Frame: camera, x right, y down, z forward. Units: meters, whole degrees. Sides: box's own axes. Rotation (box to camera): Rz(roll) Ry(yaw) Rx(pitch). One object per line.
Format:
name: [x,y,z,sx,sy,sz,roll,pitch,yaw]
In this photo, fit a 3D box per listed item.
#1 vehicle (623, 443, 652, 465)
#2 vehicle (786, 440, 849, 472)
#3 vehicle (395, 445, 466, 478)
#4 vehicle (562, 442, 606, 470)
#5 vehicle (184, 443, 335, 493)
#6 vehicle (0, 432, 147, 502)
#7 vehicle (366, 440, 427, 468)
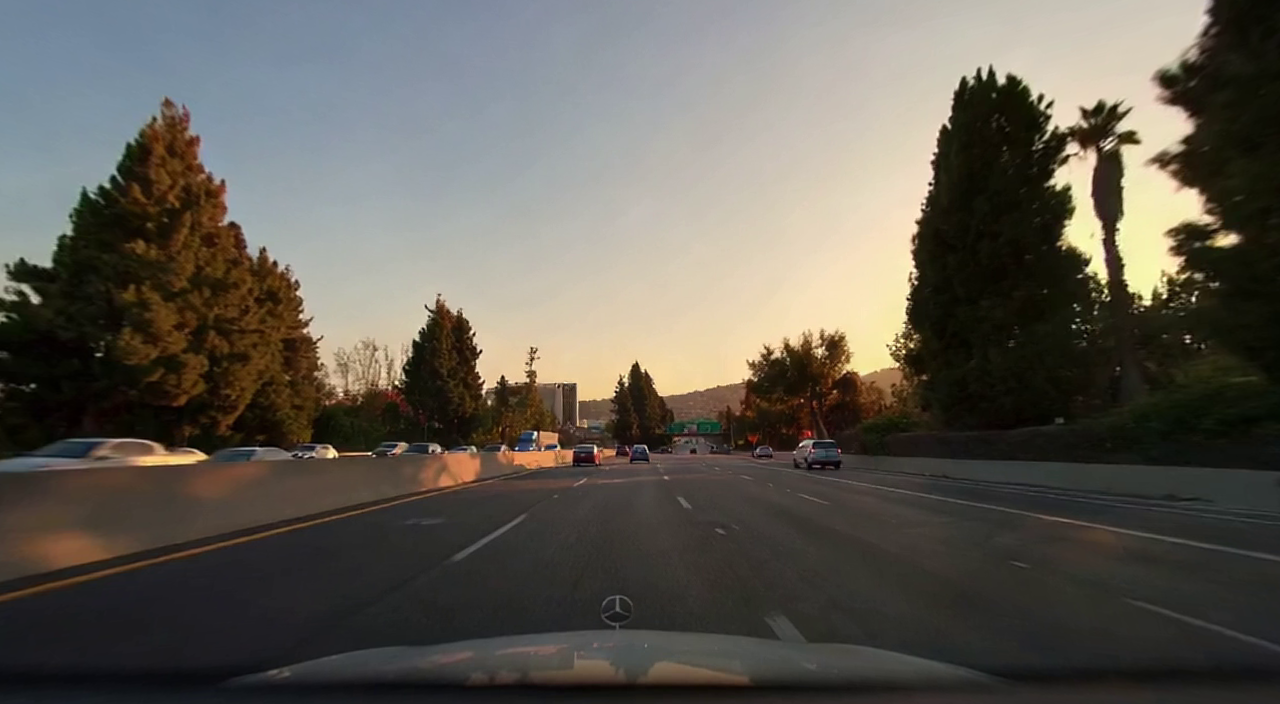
vehicle: [-0.135,7.349,45.719,1.977,1.513,3.546,0,-8,1]
vehicle: [9.983,5.873,35.925,2.130,1.703,4.572,0,-9,-1]
vehicle: [-9.740,5.104,29.748,1.841,1.443,4.390,0,-8,1]
vehicle: [-3.332,6.258,38.256,2.154,1.530,4.519,0,-8,1]
vehicle: [-12.575,3.832,21.332,2.127,1.458,4.751,0,-8,0]
vehicle: [-16.188,3.016,16.906,2.142,1.658,4.662,0,-9,1]
vehicle: [-15.815,6.636,41.345,2.053,1.706,4.602,0,-8,1]
